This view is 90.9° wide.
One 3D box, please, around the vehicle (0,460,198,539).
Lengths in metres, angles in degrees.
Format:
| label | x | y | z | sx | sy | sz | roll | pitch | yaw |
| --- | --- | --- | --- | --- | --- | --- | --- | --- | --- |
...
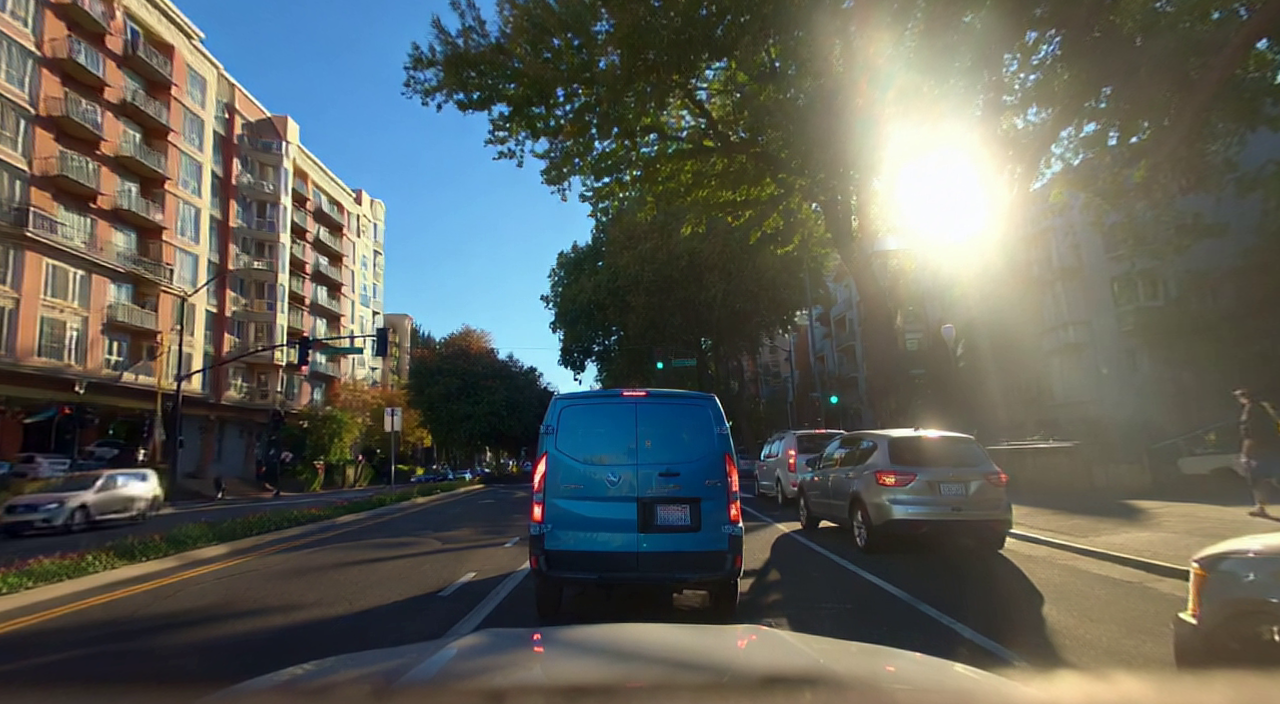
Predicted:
| label | x | y | z | sx | sy | sz | roll | pitch | yaw |
| --- | --- | --- | --- | --- | --- | --- | --- | --- | --- |
| vehicle | -12.906 | 3.382 | 15.097 | 1.852 | 1.485 | 4.428 | 1 | -9 | -7 |

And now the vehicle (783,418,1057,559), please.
| label | x | y | z | sx | sy | sz | roll | pitch | yaw |
| --- | --- | --- | --- | --- | --- | --- | --- | --- | --- |
| vehicle | 3.917 | 2.000 | 10.016 | 2.061 | 1.676 | 4.734 | 0 | -9 | -2 |

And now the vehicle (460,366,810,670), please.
| label | x | y | z | sx | sy | sz | roll | pitch | yaw |
| --- | --- | --- | --- | --- | --- | --- | --- | --- | --- |
| vehicle | -0.032 | 1.321 | 6.031 | 2.101 | 1.828 | 4.270 | 0 | -9 | 0 |

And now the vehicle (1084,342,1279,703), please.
| label | x | y | z | sx | sy | sz | roll | pitch | yaw |
| --- | --- | --- | --- | --- | --- | --- | --- | --- | --- |
| vehicle | 3.803 | 0.692 | 1.735 | 2.157 | 1.748 | 4.130 | 0 | -9 | 1 |
